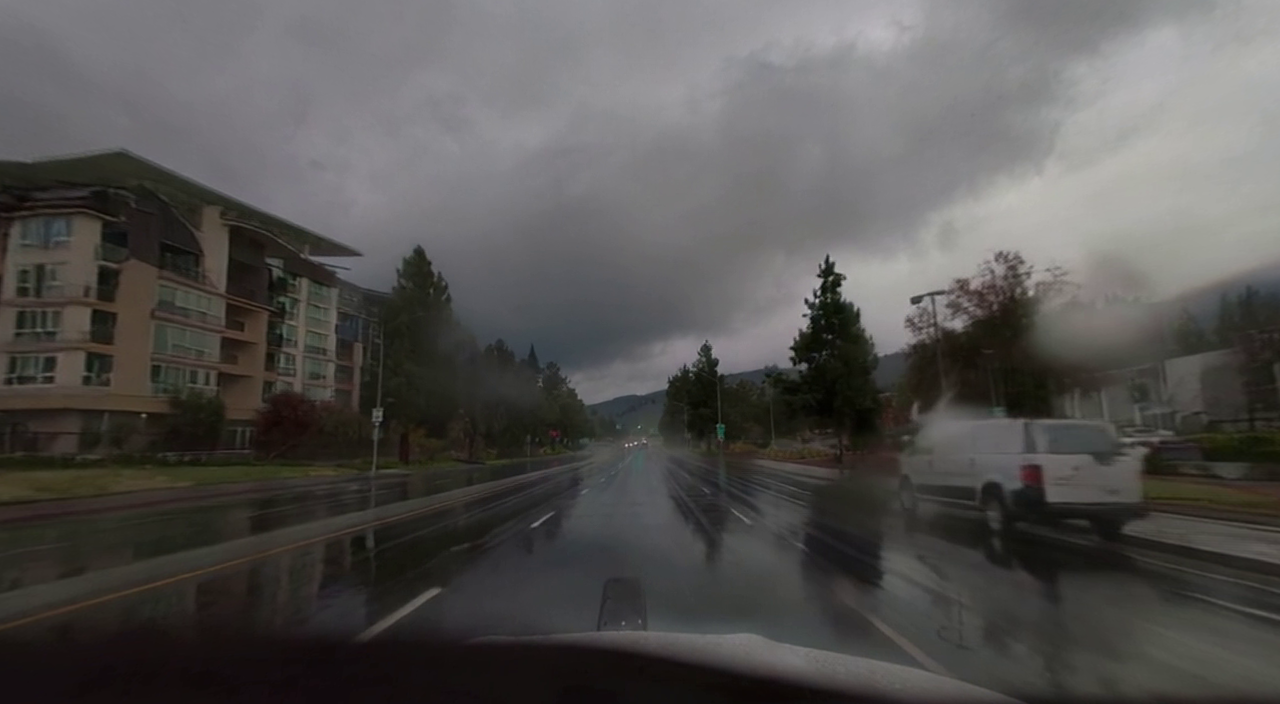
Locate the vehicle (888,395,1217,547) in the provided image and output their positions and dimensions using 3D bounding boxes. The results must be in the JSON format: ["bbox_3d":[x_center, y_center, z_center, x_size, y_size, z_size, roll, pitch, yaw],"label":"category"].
[{"bbox_3d":[6.956,2.100,11.729,2.365,2.138,5.499,0,-8,0],"label":"vehicle"}]
